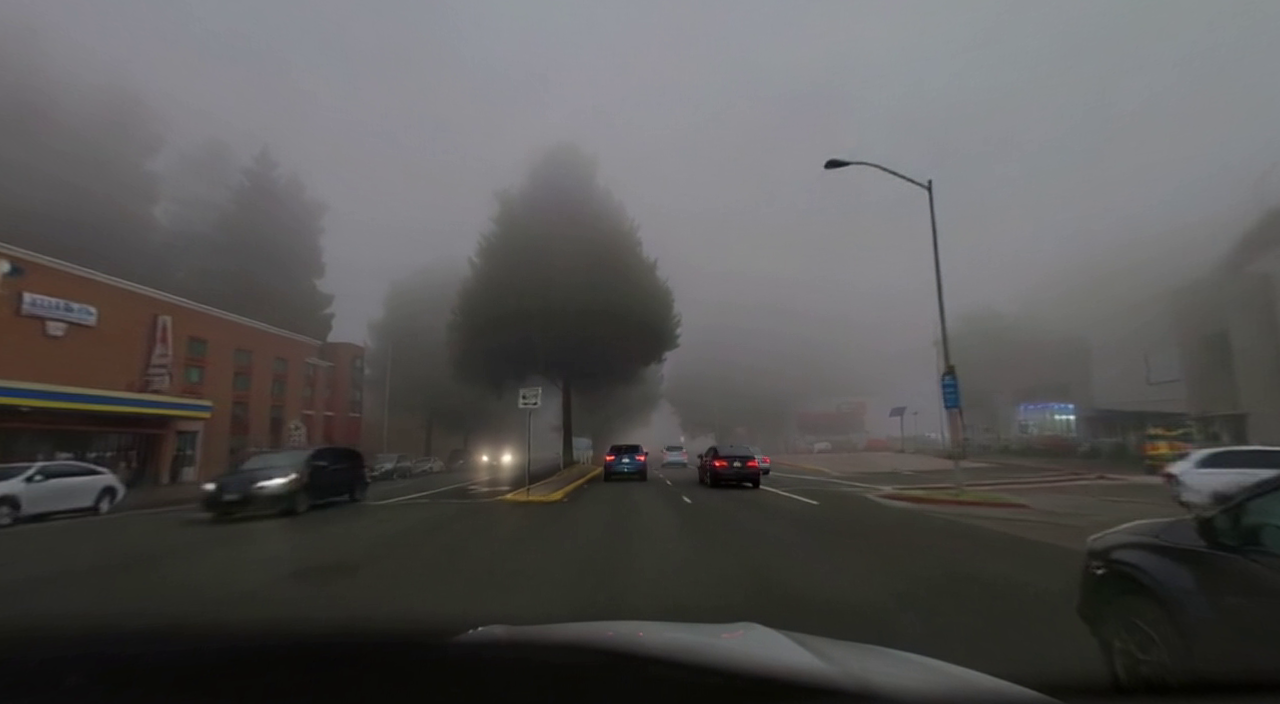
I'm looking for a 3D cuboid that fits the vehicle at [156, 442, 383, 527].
[{"bbox_3d":[-7.860,2.822,14.191,2.240,1.550,4.760,0,-9,0],"label":"vehicle"}]

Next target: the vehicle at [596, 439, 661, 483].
[{"bbox_3d":[-0.429,4.093,24.112,2.232,1.508,4.319,0,-9,-1],"label":"vehicle"}]

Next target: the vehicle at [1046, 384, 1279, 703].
[{"bbox_3d":[3.101,0.676,0.823,2.097,1.502,4.470,0,-9,-1],"label":"vehicle"}]

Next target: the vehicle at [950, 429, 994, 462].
[{"bbox_3d":[18.598,5.228,35.488,1.937,1.691,4.746,-5,-10,26],"label":"vehicle"}]

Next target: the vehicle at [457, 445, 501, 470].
[{"bbox_3d":[-11.306,7.439,44.721,1.997,1.677,4.327,0,-9,-1],"label":"vehicle"}]

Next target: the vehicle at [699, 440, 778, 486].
[{"bbox_3d":[3.388,3.911,22.603,2.060,1.471,4.168,0,-9,-1],"label":"vehicle"}]

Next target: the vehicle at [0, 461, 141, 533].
[{"bbox_3d":[-14.971,3.426,15.277,2.007,1.463,4.792,0,-9,-1],"label":"vehicle"}]

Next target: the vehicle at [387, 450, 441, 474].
[{"bbox_3d":[-15.475,7.551,43.562,1.842,1.509,4.881,-1,-9,1],"label":"vehicle"}]

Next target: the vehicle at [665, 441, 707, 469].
[{"bbox_3d":[2.718,6.181,38.170,2.098,1.527,3.966,0,-9,-2],"label":"vehicle"}]
